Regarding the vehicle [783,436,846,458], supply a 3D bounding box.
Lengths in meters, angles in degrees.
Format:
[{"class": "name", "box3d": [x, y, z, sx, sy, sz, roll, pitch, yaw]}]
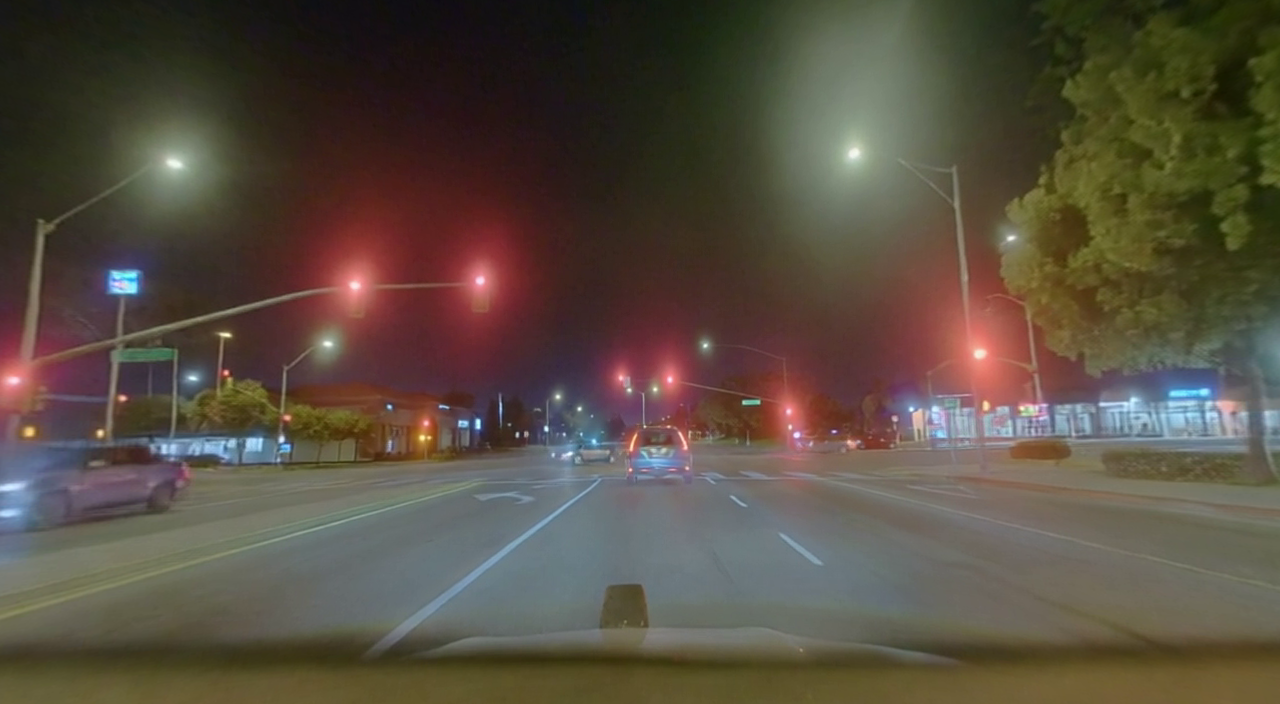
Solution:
[{"class": "vehicle", "box3d": [12.371, 6.764, 44.906, 3.963, 1.480, 1.774, 0, -8, 1]}]

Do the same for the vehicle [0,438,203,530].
[{"class": "vehicle", "box3d": [-12.321, 2.768, 13.925, 1.954, 1.673, 4.460, -1, -8, 3]}]

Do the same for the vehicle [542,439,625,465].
[{"class": "vehicle", "box3d": [-3.426, 6.102, 38.713, 4.705, 1.486, 2.013, 5, -10, -34]}]

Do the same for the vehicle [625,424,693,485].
[{"class": "vehicle", "box3d": [0.588, 3.327, 20.687, 1.994, 1.759, 4.186, 0, -8, 1]}]
